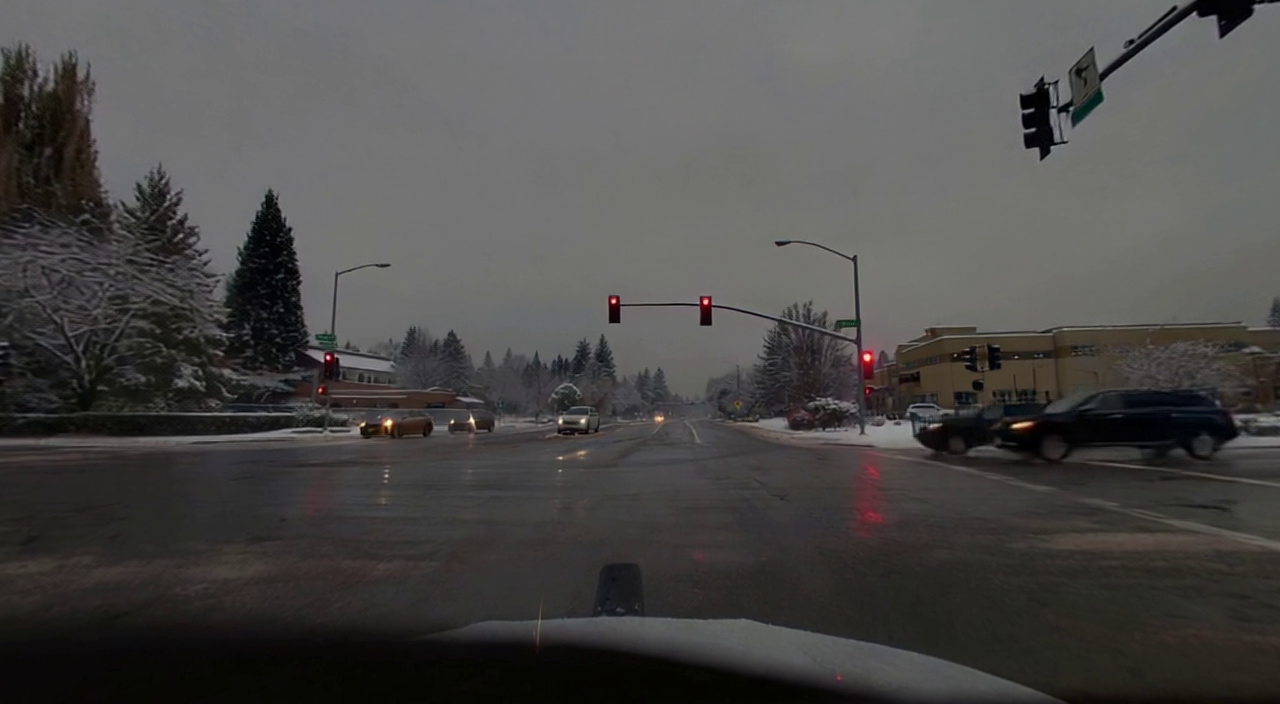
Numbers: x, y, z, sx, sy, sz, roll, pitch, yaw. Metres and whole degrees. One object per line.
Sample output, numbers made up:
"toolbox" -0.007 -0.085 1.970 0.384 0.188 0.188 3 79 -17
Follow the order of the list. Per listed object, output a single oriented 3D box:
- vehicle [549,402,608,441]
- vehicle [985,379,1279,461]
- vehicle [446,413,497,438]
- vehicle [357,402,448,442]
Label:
"vehicle" -3.233 3.894 34.520 2.306 1.907 5.382 -1 -9 4
"vehicle" 11.985 1.741 15.735 5.383 1.870 2.203 -1 -9 4
"vehicle" -11.040 4.889 41.735 1.899 1.510 4.294 -1 -9 4
"vehicle" -12.330 3.770 33.289 2.340 1.902 4.920 -1 -9 8
